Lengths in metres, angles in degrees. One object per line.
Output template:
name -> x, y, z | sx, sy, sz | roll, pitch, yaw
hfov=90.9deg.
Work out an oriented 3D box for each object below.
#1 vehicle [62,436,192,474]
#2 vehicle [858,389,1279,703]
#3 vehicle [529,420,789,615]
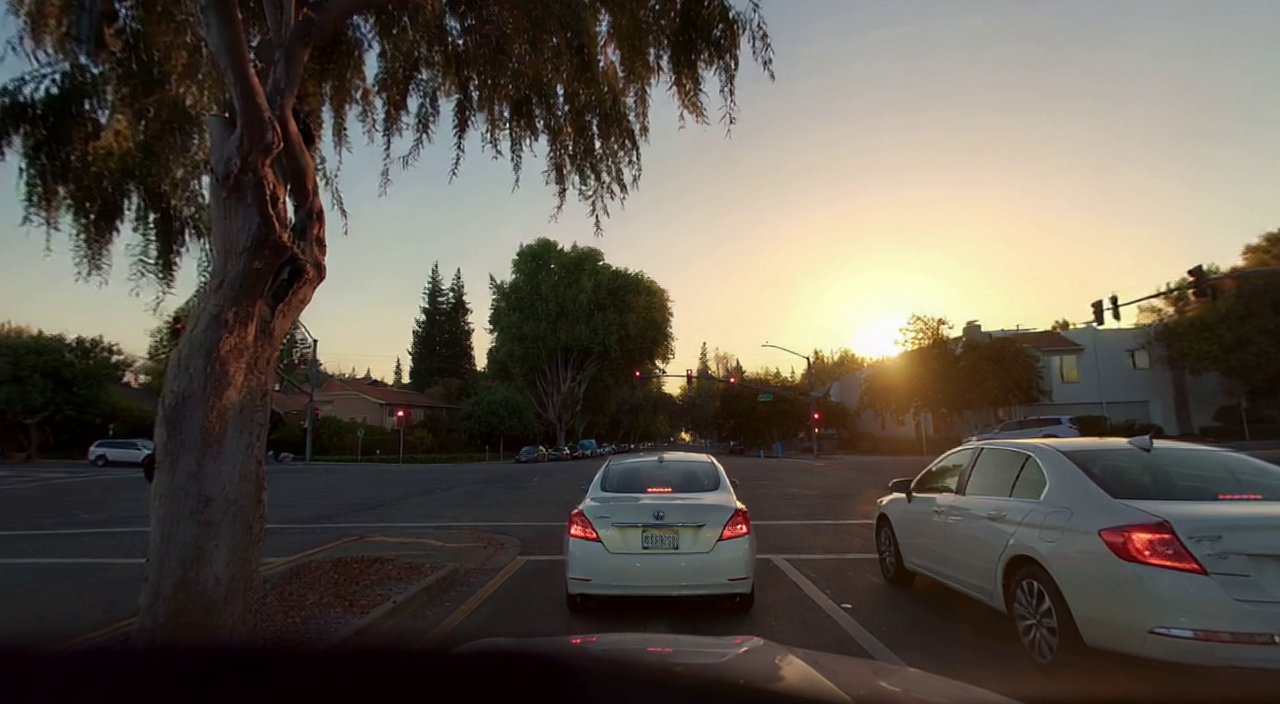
vehicle -> -24.287, 4.874, 29.995 | 4.450, 1.684, 1.894 | 0, -8, 0
vehicle -> 3.176, 1.125, 3.895 | 1.931, 1.493, 4.555 | 0, -8, -1
vehicle -> 0.103, 1.566, 6.878 | 2.017, 1.485, 3.813 | 0, -8, -1
